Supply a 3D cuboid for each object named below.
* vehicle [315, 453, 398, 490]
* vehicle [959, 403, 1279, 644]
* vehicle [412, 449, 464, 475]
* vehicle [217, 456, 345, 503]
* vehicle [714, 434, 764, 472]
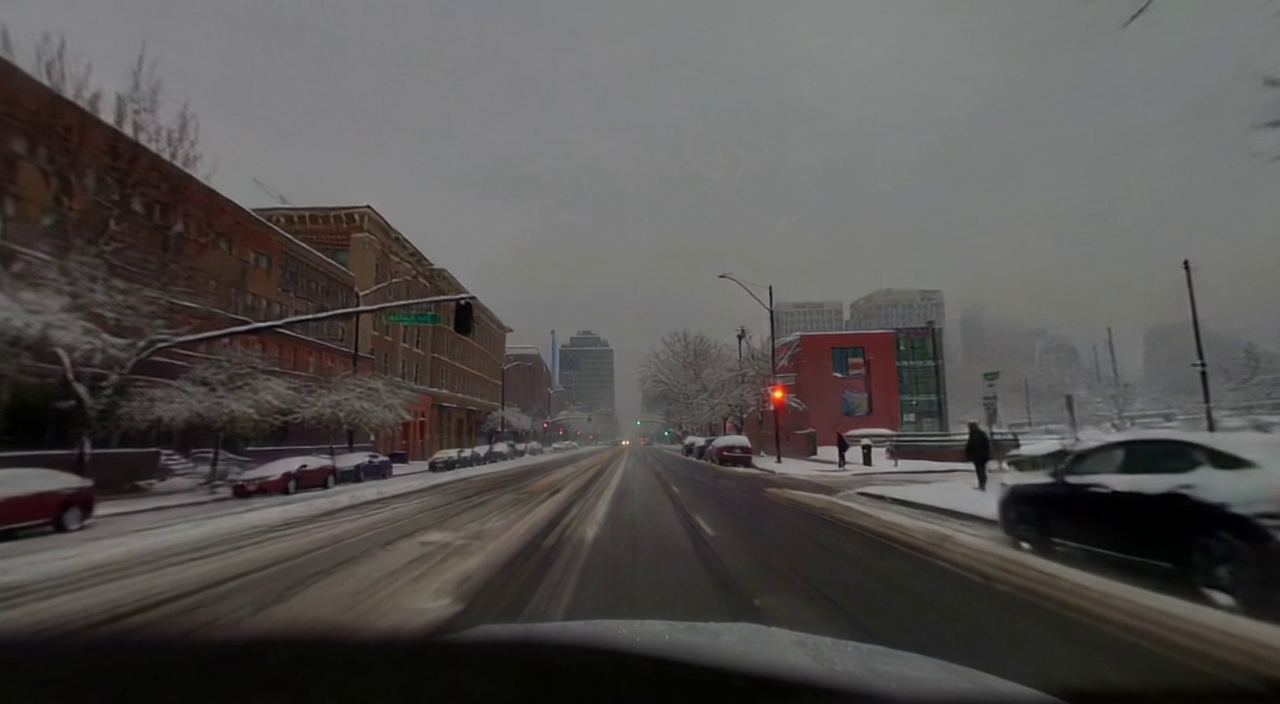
[{"bbox_3d":[-12.512,5.278,28.217,1.842,1.461,4.371,0,-8,-2],"label":"vehicle"},{"bbox_3d":[5.866,1.601,6.835,2.150,1.805,4.870,0,-8,-1],"label":"vehicle"},{"bbox_3d":[-12.555,6.833,39.447,1.804,1.533,4.121,0,-8,1],"label":"vehicle"},{"bbox_3d":[-12.716,4.513,22.795,1.945,1.451,4.522,0,-8,0],"label":"vehicle"},{"bbox_3d":[5.491,5.660,35.621,2.010,1.943,4.319,-2,-9,-1],"label":"vehicle"}]
